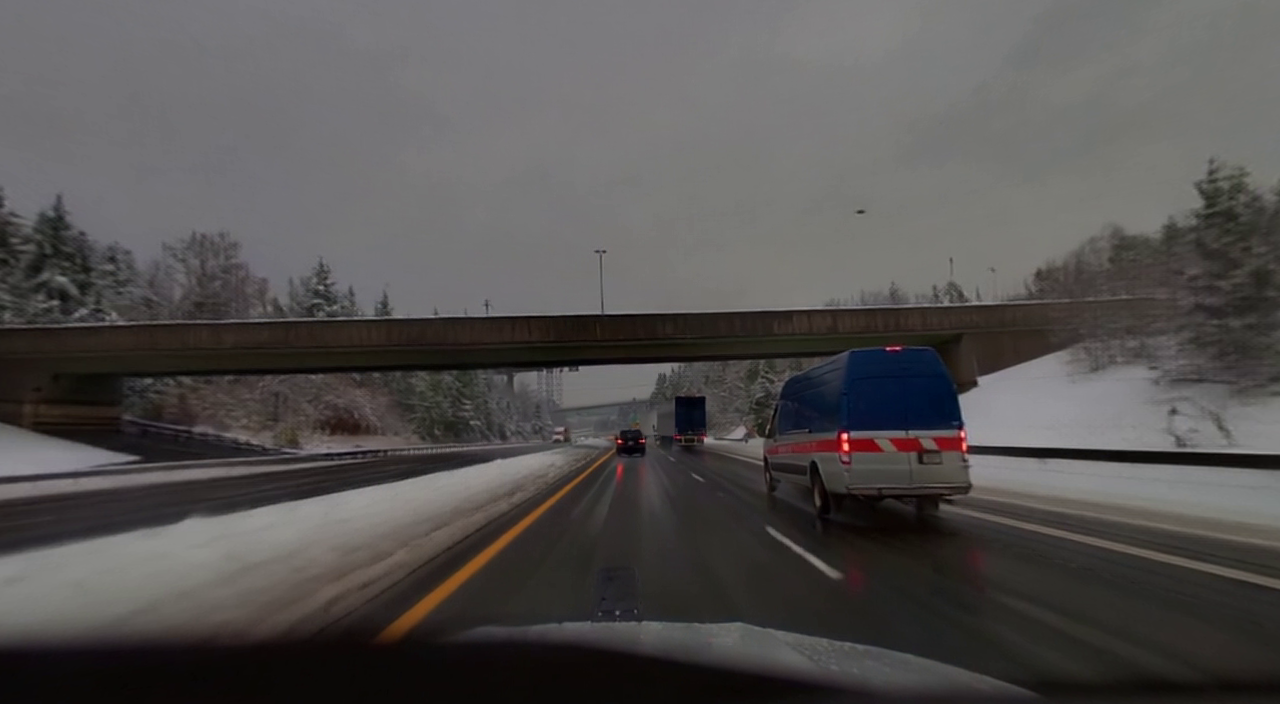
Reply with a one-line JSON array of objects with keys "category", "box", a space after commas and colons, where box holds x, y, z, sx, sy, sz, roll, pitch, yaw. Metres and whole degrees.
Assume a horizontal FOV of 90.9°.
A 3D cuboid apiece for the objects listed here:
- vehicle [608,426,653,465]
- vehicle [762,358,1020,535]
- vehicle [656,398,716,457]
[{"category": "vehicle", "box": [-0.484, 4.573, 30.938, 2.073, 1.750, 4.116, 0, -8, -2]}, {"category": "vehicle", "box": [4.101, 1.702, 11.736, 2.387, 2.506, 5.374, 0, -8, -2]}, {"category": "vehicle", "box": [3.180, 5.898, 48.338, 3.096, 3.759, 15.119, 0, -8, -1]}]
